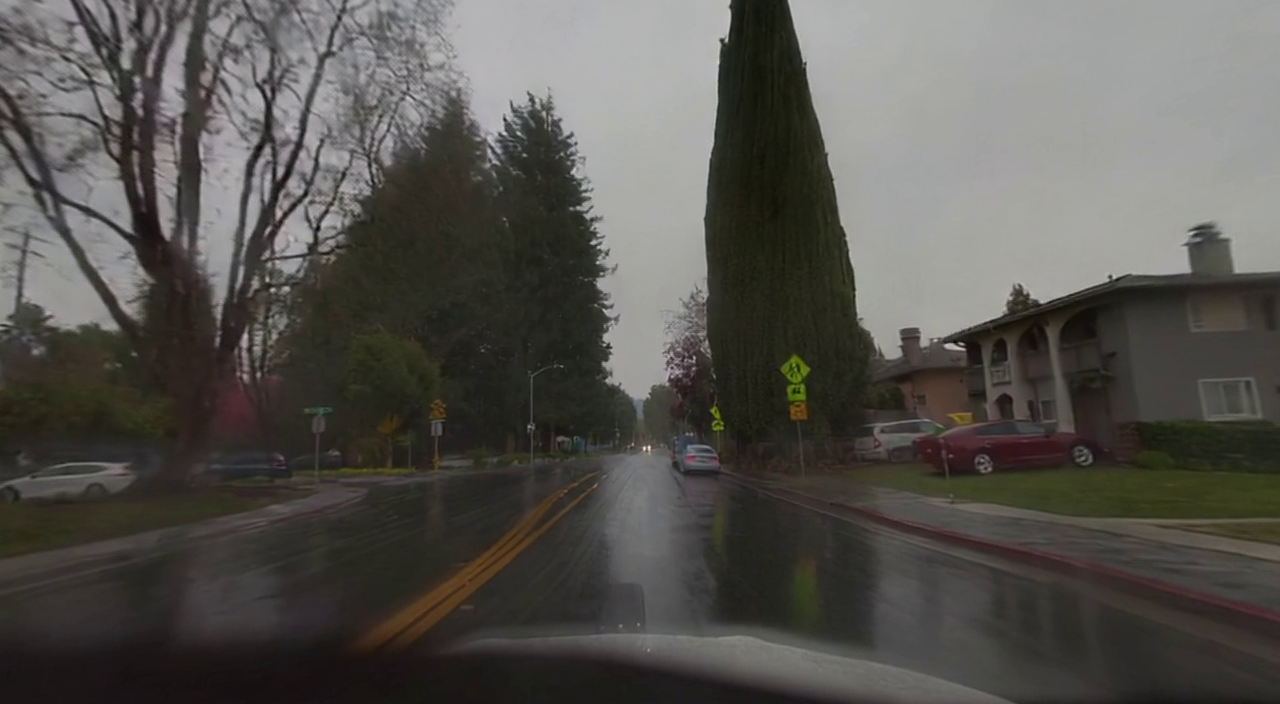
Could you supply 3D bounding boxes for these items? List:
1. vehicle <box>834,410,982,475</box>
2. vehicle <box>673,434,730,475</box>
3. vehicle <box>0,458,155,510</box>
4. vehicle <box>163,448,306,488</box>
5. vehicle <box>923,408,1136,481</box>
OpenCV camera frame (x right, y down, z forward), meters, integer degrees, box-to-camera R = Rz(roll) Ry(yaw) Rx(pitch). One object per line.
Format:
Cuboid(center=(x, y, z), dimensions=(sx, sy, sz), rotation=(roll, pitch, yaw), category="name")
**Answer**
Cuboid(center=(10.297, 3.516, 24.570), dimensions=(4.653, 1.979, 1.998), rotation=(-6, -9, 0), category="vehicle")
Cuboid(center=(3.010, 5.192, 32.180), dimensions=(2.221, 1.892, 5.555), rotation=(0, -9, -1), category="vehicle")
Cuboid(center=(-18.960, 4.233, 20.571), dimensions=(4.691, 1.483, 1.955), rotation=(8, -12, -44), category="vehicle")
Cuboid(center=(-19.637, 5.564, 30.825), dimensions=(2.059, 1.746, 5.388), rotation=(-8, -12, 42), category="vehicle")
Cuboid(center=(11.070, 2.692, 18.256), dimensions=(4.750, 1.658, 1.902), rotation=(-4, -10, 1), category="vehicle")
